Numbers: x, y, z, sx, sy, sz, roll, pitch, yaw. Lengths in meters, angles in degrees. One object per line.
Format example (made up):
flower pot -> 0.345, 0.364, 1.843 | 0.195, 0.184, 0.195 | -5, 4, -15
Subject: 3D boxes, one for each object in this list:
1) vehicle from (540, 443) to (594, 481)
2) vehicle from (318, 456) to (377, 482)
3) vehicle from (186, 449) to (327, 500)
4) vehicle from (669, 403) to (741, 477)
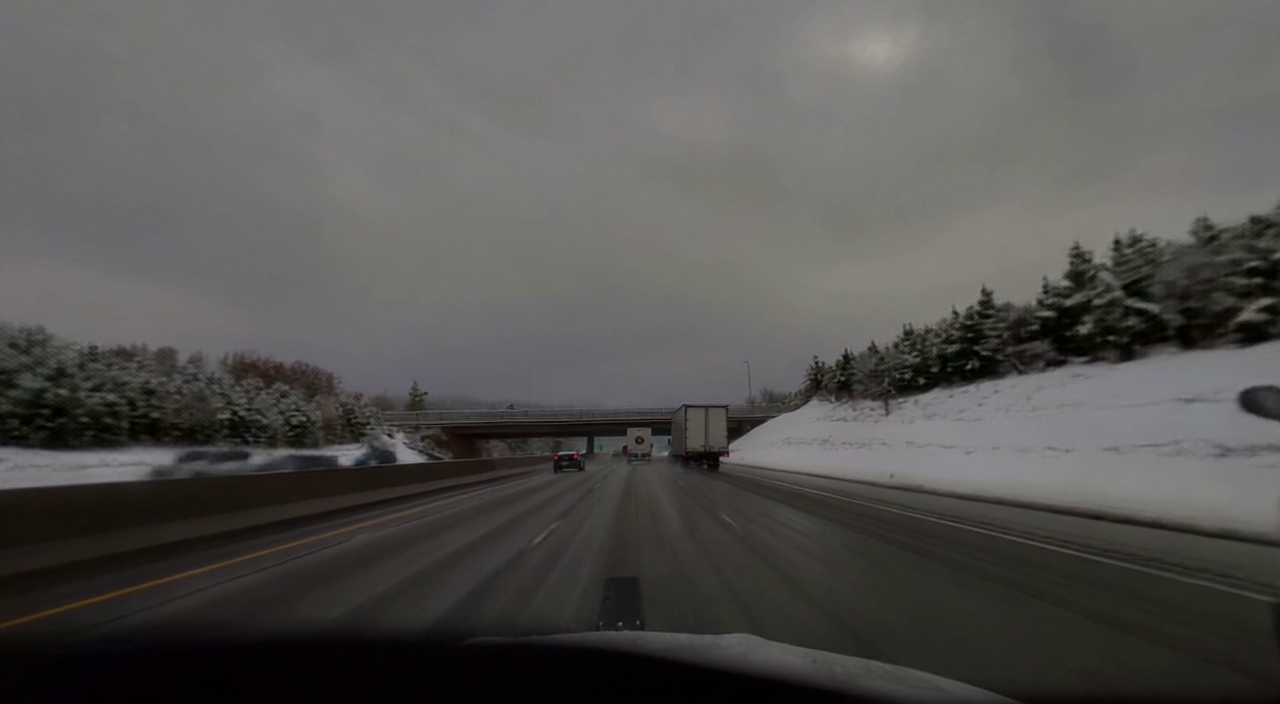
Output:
vehicle -> -3.383, 5.203, 30.006 | 2.007, 1.647, 3.854 | 0, -9, 1
vehicle -> -19.142, 7.627, 41.455 | 1.859, 1.580, 4.117 | 0, -9, 0
vehicle -> -12.005, 3.831, 20.114 | 1.857, 1.439, 4.139 | 0, -9, 0
vehicle -> 3.964, 6.114, 43.095 | 3.131, 4.037, 16.729 | 0, -9, 0
